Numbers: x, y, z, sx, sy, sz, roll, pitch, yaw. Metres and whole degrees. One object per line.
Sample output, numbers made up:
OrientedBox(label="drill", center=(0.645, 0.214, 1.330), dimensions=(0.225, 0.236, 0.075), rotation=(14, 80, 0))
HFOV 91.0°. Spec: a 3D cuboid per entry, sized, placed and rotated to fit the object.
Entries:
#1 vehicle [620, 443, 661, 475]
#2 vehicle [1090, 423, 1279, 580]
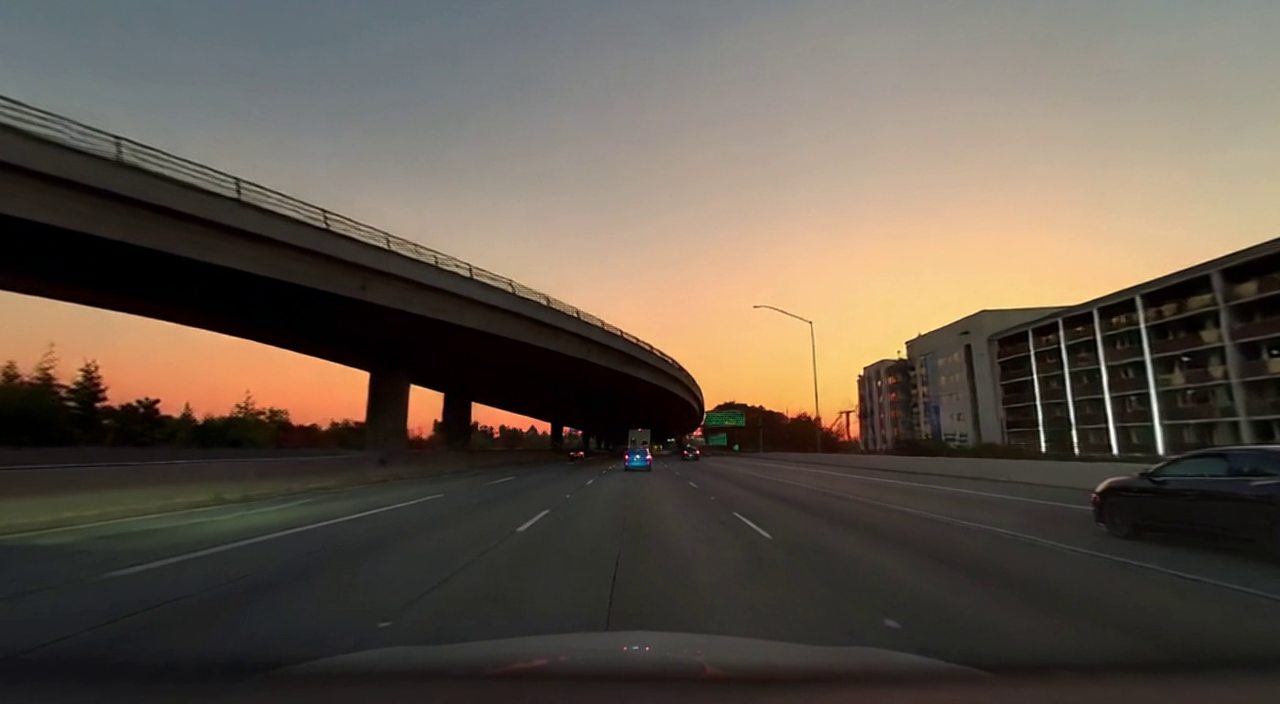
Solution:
OrientedBox(label="vehicle", center=(0.024, 5.566, 32.960), dimensions=(2.036, 1.542, 3.891), rotation=(0, -8, 0))
OrientedBox(label="vehicle", center=(7.131, 1.451, 6.140), dimensions=(1.937, 1.498, 4.710), rotation=(0, -8, -1))
